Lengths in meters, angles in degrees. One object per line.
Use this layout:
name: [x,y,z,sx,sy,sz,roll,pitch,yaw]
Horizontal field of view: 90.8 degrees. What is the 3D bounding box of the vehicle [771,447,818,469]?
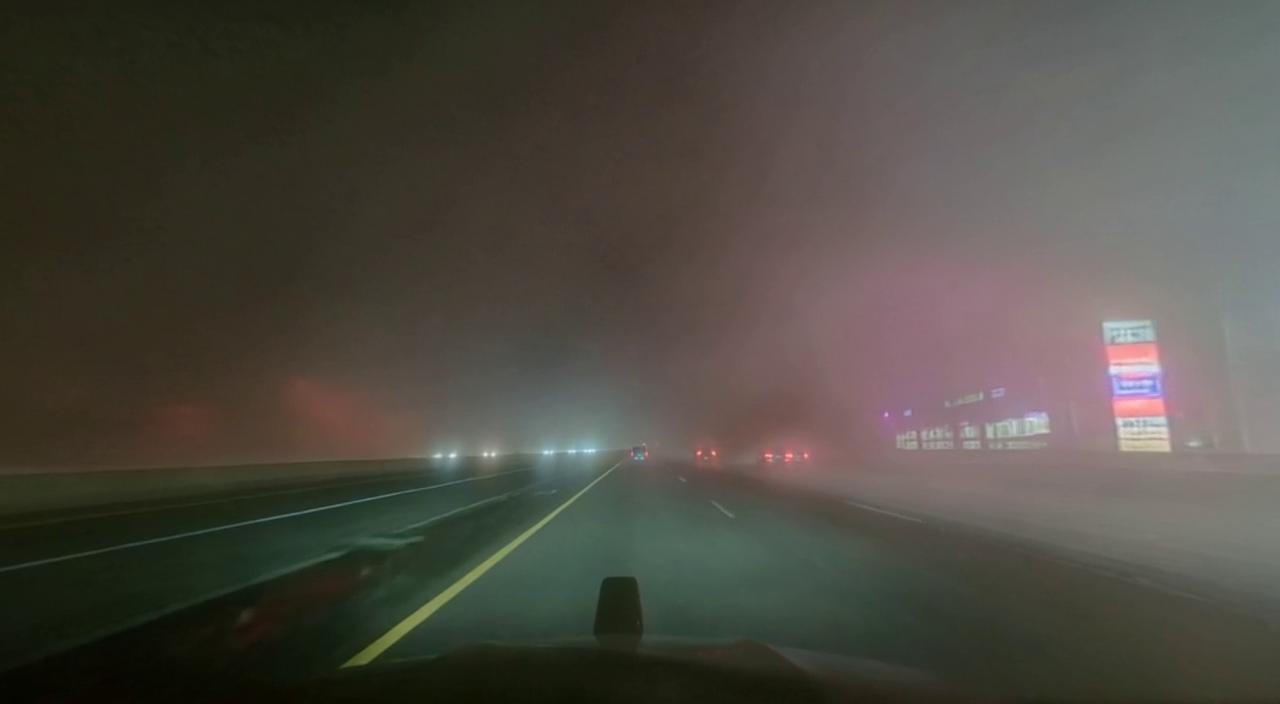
vehicle: [10.599,7.290,43.705,1.953,1.473,4.512,0,-8,-2]
